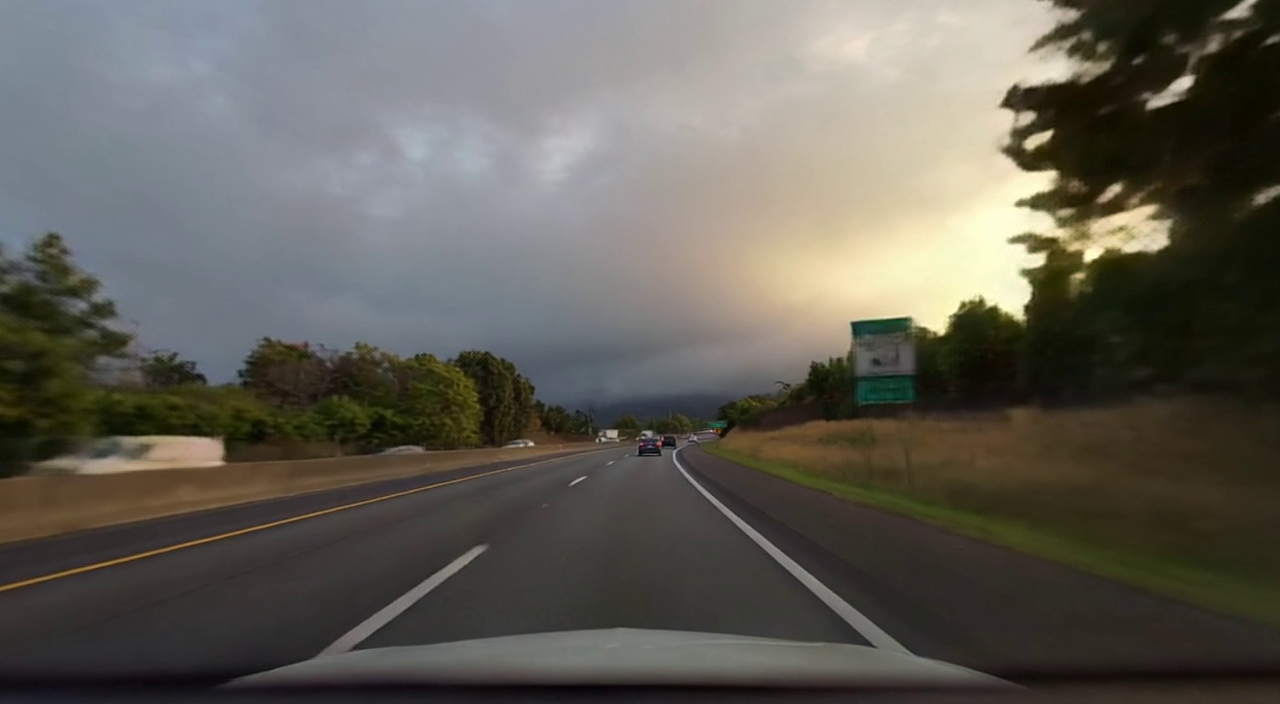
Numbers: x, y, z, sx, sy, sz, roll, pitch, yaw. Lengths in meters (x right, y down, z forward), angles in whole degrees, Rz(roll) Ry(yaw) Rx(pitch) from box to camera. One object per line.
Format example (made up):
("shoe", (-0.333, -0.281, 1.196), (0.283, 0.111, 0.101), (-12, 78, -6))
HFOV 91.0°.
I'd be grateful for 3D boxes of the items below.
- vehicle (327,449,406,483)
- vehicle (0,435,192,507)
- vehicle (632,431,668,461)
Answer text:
("vehicle", (-13.017, 5.419, 30.236), (1.865, 1.444, 4.278), (0, -8, 0))
("vehicle", (-17.243, 3.700, 20.200), (2.073, 2.006, 4.772), (-1, -8, 1))
("vehicle", (0.677, 6.134, 41.325), (2.188, 1.825, 4.282), (-1, -8, 1))
